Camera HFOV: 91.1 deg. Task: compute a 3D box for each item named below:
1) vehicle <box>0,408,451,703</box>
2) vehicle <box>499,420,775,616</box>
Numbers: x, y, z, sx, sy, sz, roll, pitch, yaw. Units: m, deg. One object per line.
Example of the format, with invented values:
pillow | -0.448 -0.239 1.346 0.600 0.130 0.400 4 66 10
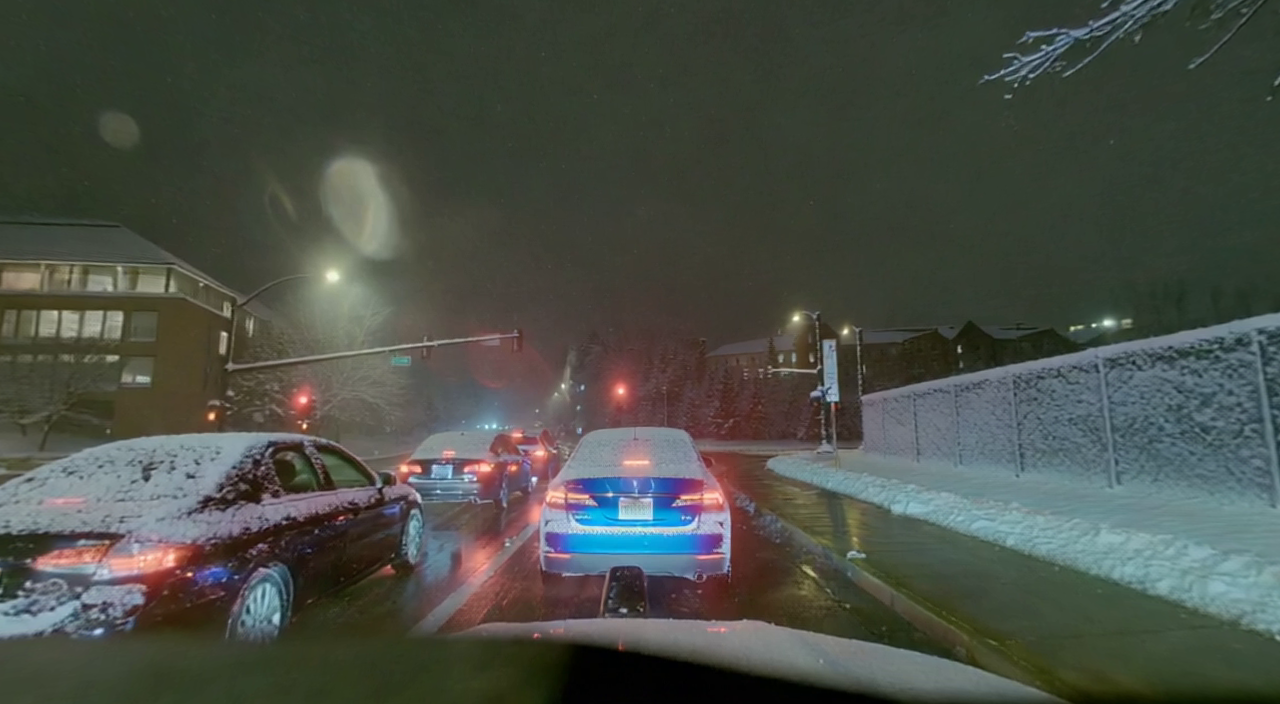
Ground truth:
vehicle | -3.211 1.316 4.857 1.971 1.488 4.581 0 -9 1
vehicle | -0.015 1.601 6.993 2.144 1.514 4.063 0 -9 0
